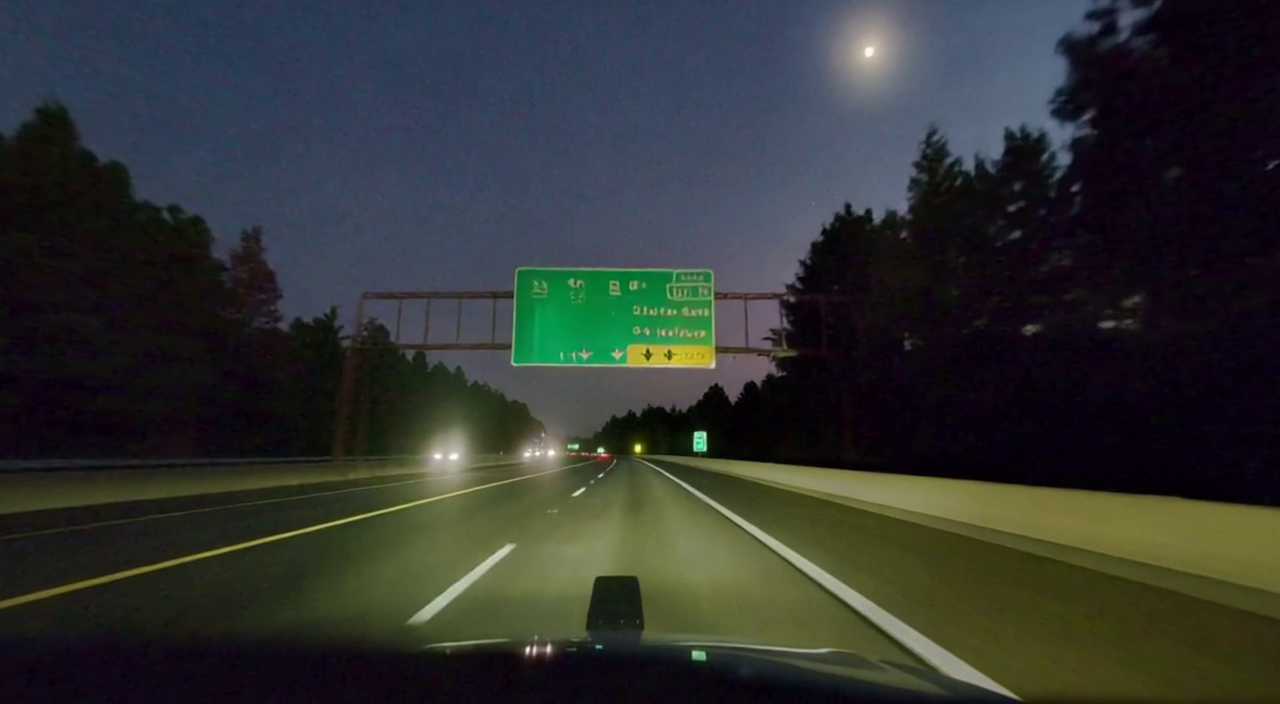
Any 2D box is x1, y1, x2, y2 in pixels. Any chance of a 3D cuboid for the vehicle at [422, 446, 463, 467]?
[{"bbox_3d":[-15.325,8.130,49.100,1.843,1.534,4.172,0,-9,0],"label":"vehicle"}]
